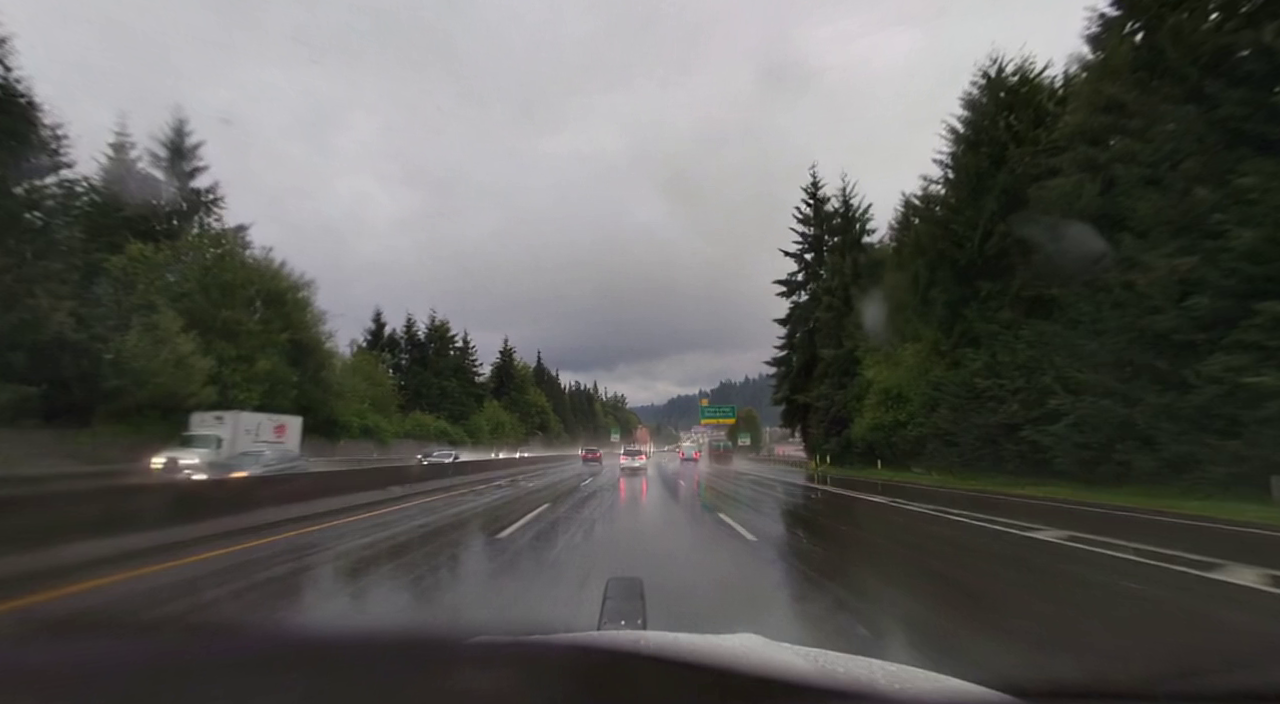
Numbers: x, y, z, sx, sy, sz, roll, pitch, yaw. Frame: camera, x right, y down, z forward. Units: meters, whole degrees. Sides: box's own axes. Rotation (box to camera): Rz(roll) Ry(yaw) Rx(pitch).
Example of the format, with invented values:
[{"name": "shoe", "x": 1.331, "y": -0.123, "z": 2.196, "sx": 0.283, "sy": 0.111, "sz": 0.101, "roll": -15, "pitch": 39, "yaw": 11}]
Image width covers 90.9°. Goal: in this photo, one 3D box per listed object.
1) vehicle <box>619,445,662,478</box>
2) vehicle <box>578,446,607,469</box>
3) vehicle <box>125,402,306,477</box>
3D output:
[{"name": "vehicle", "x": 0.027, "y": 5.510, "z": 31.813, "sx": 2.035, "sy": 1.513, "sz": 4.272, "roll": 0, "pitch": -9, "yaw": 0}, {"name": "vehicle", "x": -3.431, "y": 7.702, "z": 46.036, "sx": 1.874, "sy": 1.555, "sz": 3.487, "roll": 0, "pitch": -9, "yaw": 0}, {"name": "vehicle", "x": -24.694, "y": 5.325, "z": 37.729, "sx": 3.117, "sy": 3.806, "sz": 10.287, "roll": -1, "pitch": -9, "yaw": 3}]
